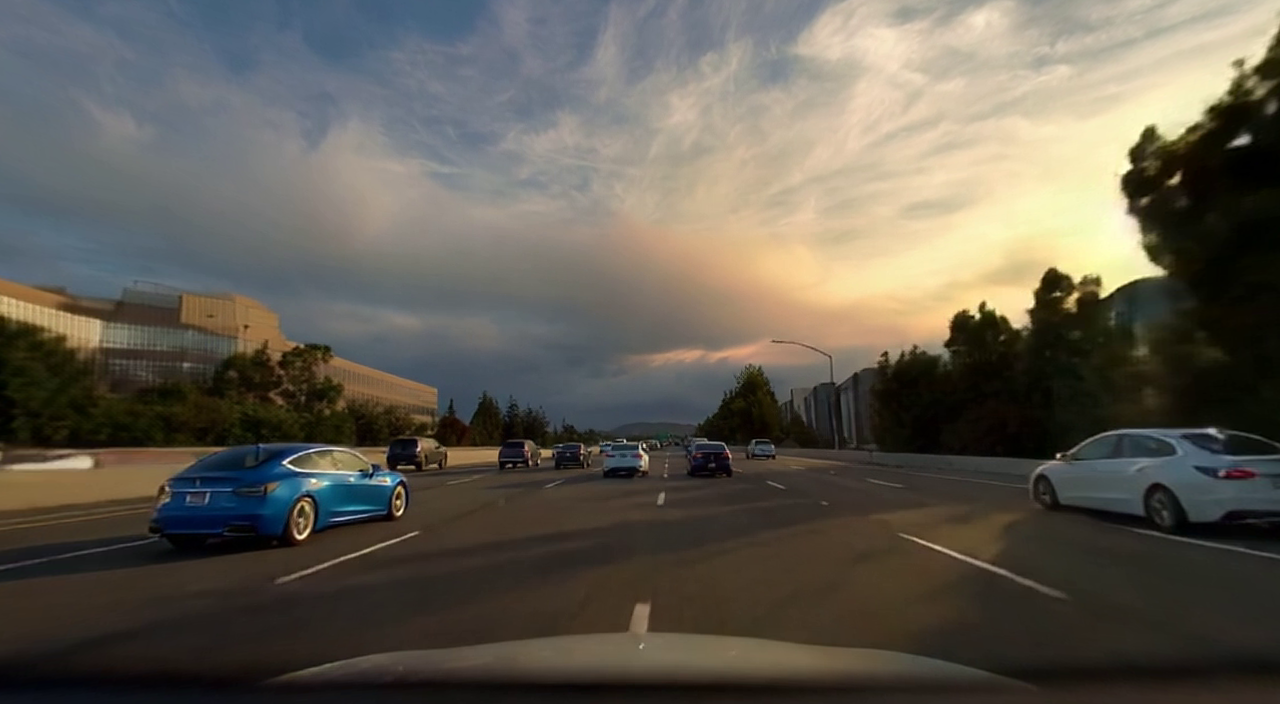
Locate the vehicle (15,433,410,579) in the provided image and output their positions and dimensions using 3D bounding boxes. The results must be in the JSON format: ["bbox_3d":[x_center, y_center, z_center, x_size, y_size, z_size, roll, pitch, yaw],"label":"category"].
[{"bbox_3d":[-5.304,1.920,8.896,2.116,1.473,4.644,-1,-8,4],"label":"vehicle"}]

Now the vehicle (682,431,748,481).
[{"bbox_3d":[2.763,3.941,24.151,2.114,1.715,4.136,-1,-8,2],"label":"vehicle"}]

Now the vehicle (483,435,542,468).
[{"bbox_3d":[-7.553,5.932,37.881,2.187,1.851,5.085,-1,-8,4],"label":"vehicle"}]

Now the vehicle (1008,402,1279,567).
[{"bbox_3d":[7.758,1.732,9.062,1.960,1.726,5.016,0,-8,1],"label":"vehicle"}]

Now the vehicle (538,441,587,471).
[{"bbox_3d":[-4.065,5.497,33.709,1.886,1.455,4.148,-1,-8,3],"label":"vehicle"}]

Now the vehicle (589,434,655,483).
[{"bbox_3d":[-0.569,3.931,23.592,2.102,1.624,4.257,-1,-8,3],"label":"vehicle"}]

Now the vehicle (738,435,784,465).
[{"bbox_3d":[7.671,6.237,40.368,2.071,1.754,4.484,0,-8,1],"label":"vehicle"}]
